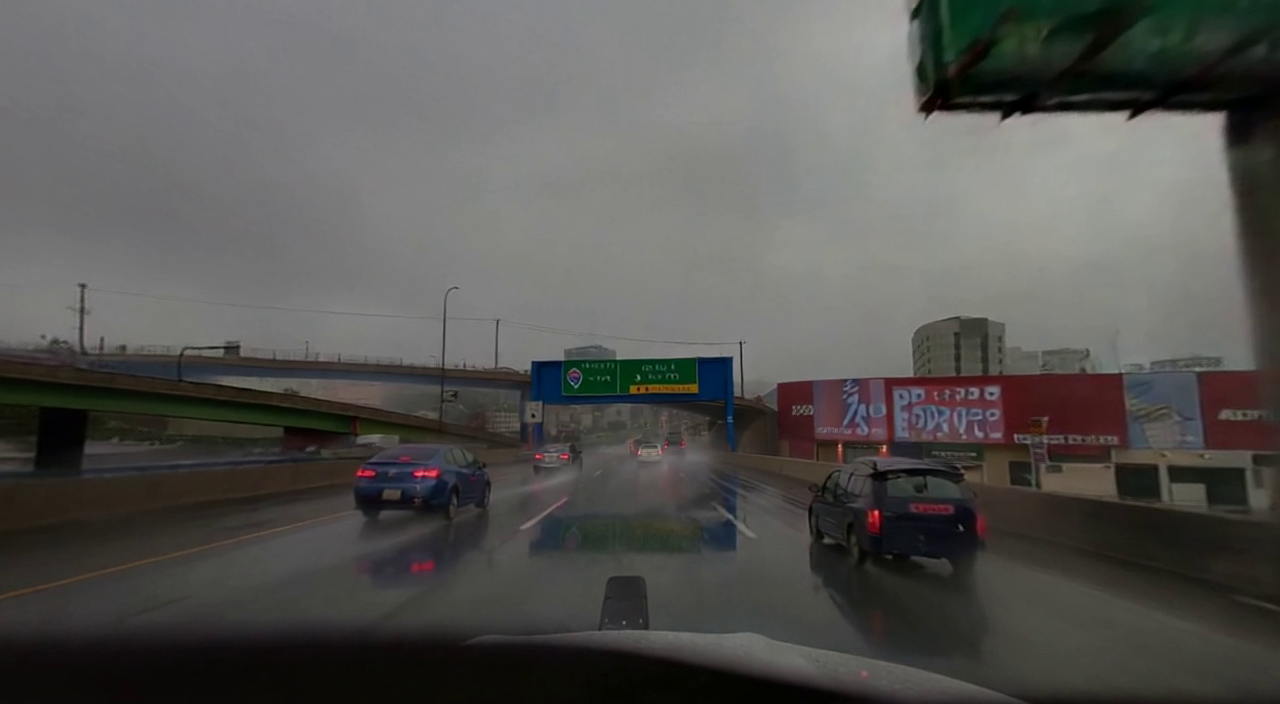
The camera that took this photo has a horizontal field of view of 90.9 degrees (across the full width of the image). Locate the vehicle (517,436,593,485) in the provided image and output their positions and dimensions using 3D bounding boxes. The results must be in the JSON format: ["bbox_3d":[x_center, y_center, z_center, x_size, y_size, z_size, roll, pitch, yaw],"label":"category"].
[{"bbox_3d":[-2.976,3.905,22.986,2.064,1.589,4.213,0,-8,1],"label":"vehicle"}]

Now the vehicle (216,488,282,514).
[{"bbox_3d":[-27.670,10.550,44.753,2.065,1.542,3.937,-1,-9,2],"label":"vehicle"}]

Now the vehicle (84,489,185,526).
[{"bbox_3d":[-31.763,9.769,39.877,2.418,1.805,4.794,0,-8,0],"label":"vehicle"}]

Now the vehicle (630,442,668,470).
[{"bbox_3d":[0.428,5.474,33.375,1.877,1.386,3.872,0,-8,0],"label":"vehicle"}]
